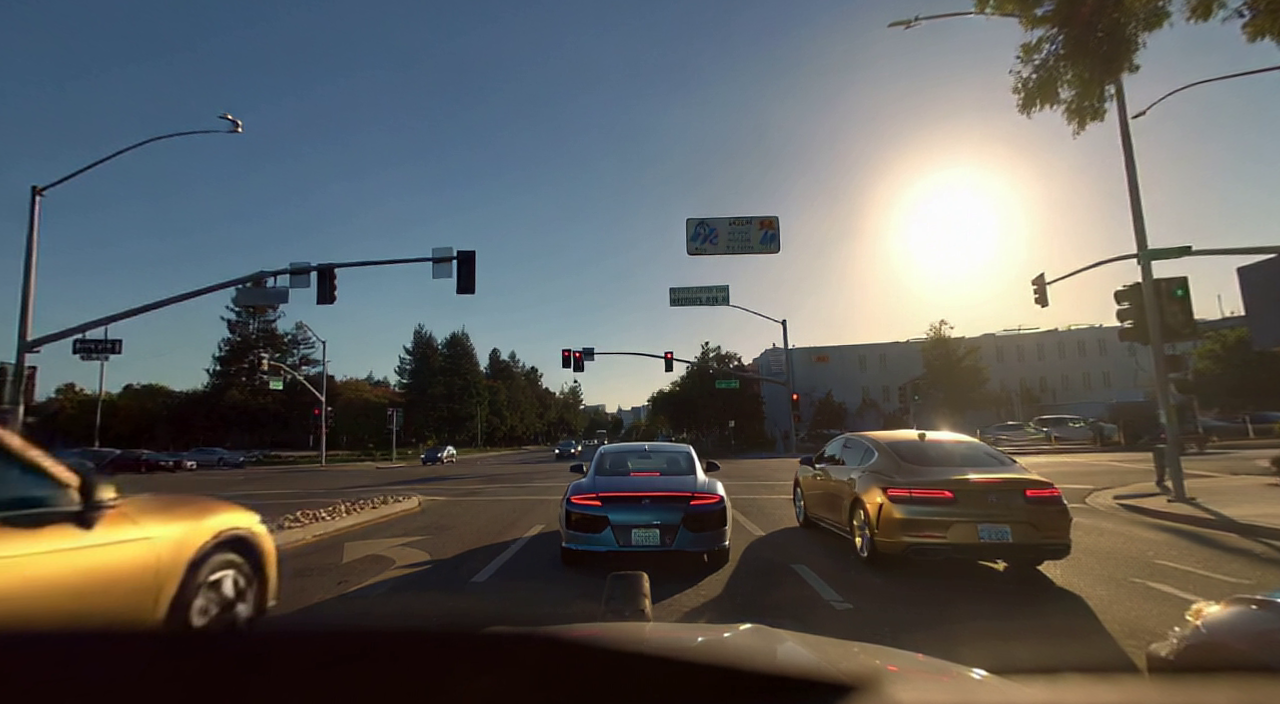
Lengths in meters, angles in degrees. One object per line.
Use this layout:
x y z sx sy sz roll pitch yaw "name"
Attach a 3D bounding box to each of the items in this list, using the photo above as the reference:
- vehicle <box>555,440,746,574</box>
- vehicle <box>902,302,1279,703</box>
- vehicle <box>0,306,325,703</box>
0.120 1.871 8.396 1.945 1.343 3.827 0 -8 0 "vehicle"
3.099 0.808 2.532 2.143 1.759 4.531 0 -8 0 "vehicle"
-3.298 0.697 1.949 2.061 1.781 4.842 0 -8 1 "vehicle"
